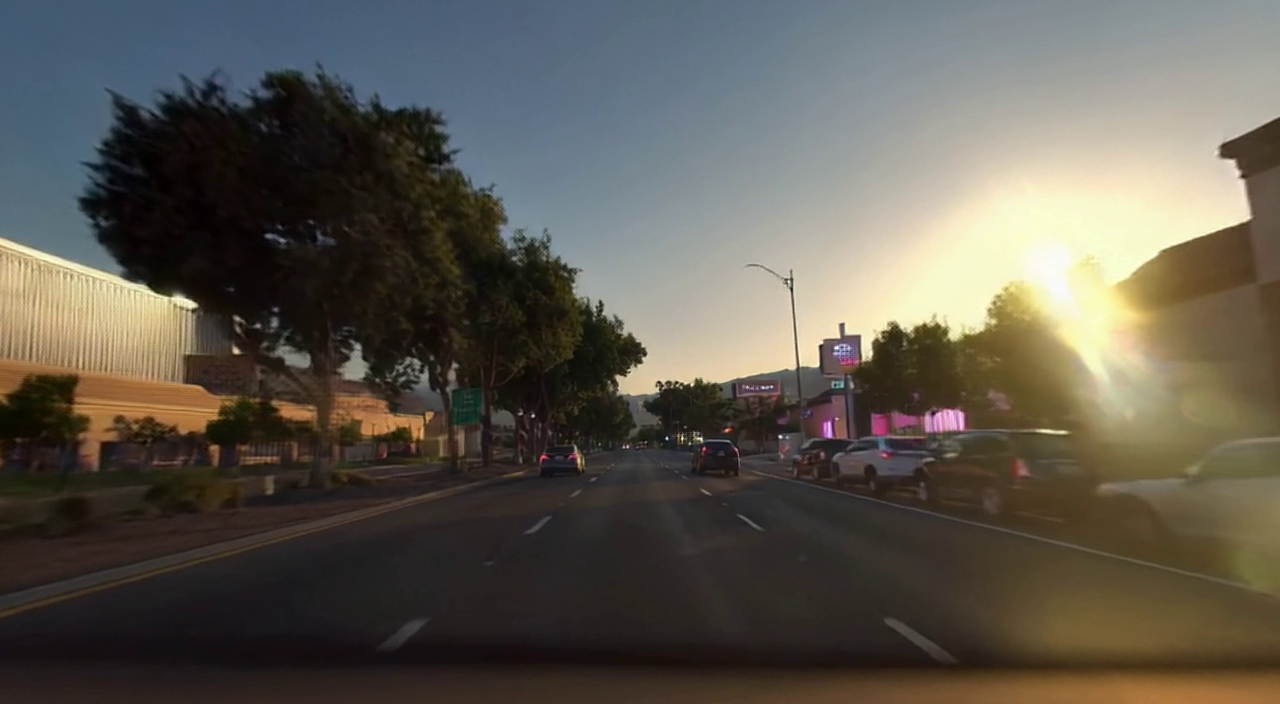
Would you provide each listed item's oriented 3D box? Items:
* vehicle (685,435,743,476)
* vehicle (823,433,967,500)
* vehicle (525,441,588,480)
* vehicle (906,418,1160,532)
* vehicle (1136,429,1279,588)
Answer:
[{"bbox_3d":[3.403,4.837,29.652,2.083,1.743,4.354,0,-8,-2],"label":"vehicle"},{"bbox_3d":[6.793,3.097,17.391,2.078,1.597,4.289,0,-8,-1],"label":"vehicle"},{"bbox_3d":[-3.377,4.471,26.263,2.005,1.477,4.169,0,-8,0],"label":"vehicle"},{"bbox_3d":[7.002,2.220,11.925,2.039,1.749,4.193,0,-8,-1],"label":"vehicle"},{"bbox_3d":[6.924,1.375,5.233,1.876,1.478,4.670,0,-8,2],"label":"vehicle"}]
